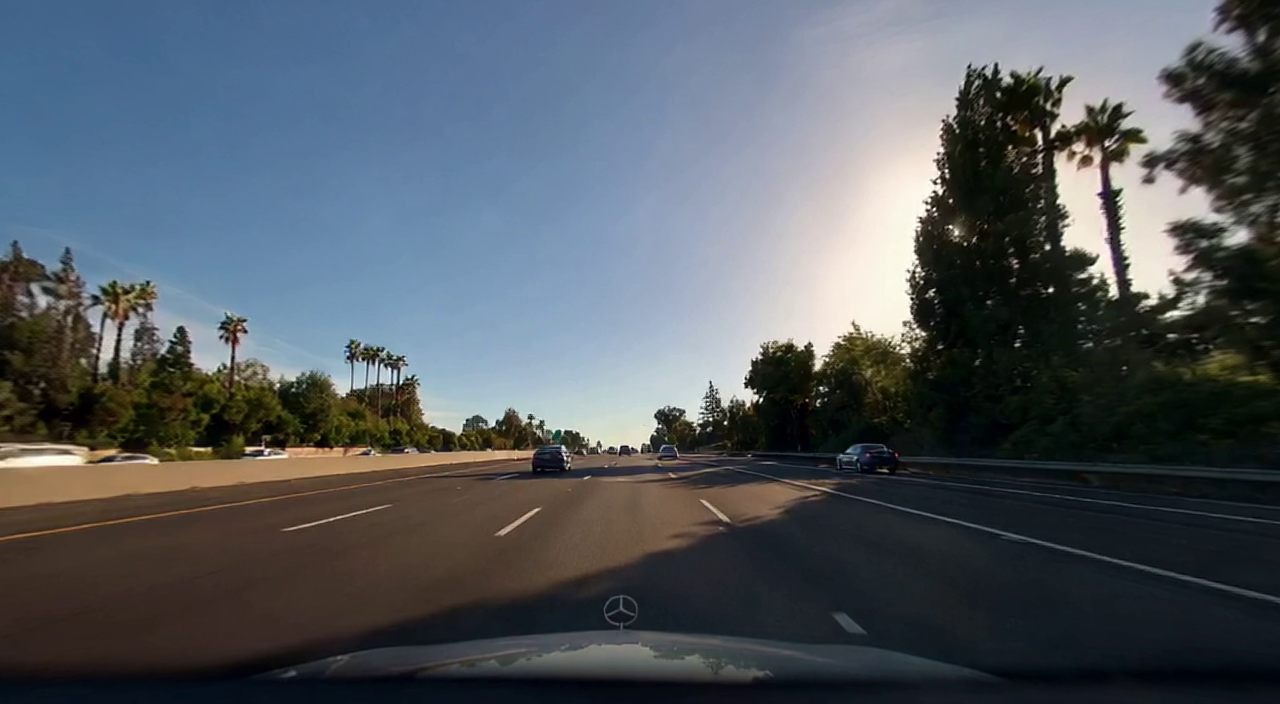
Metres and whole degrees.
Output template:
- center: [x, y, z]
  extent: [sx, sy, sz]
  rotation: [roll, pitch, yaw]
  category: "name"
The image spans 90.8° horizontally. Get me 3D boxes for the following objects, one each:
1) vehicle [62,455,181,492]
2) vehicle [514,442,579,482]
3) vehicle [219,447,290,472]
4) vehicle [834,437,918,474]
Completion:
- center: [-23.764, 5.533, 29.204]
  extent: [1.747, 1.444, 4.506]
  rotation: [-1, -8, -1]
  category: "vehicle"
- center: [-3.793, 4.543, 26.433]
  extent: [2.052, 1.510, 4.301]
  rotation: [0, -9, 1]
  category: "vehicle"
- center: [-27.448, 7.633, 45.169]
  extent: [2.027, 1.615, 4.717]
  rotation: [0, -9, 1]
  category: "vehicle"
- center: [12.373, 5.472, 33.525]
  extent: [2.344, 1.783, 5.196]
  rotation: [0, -9, -1]
  category: "vehicle"
